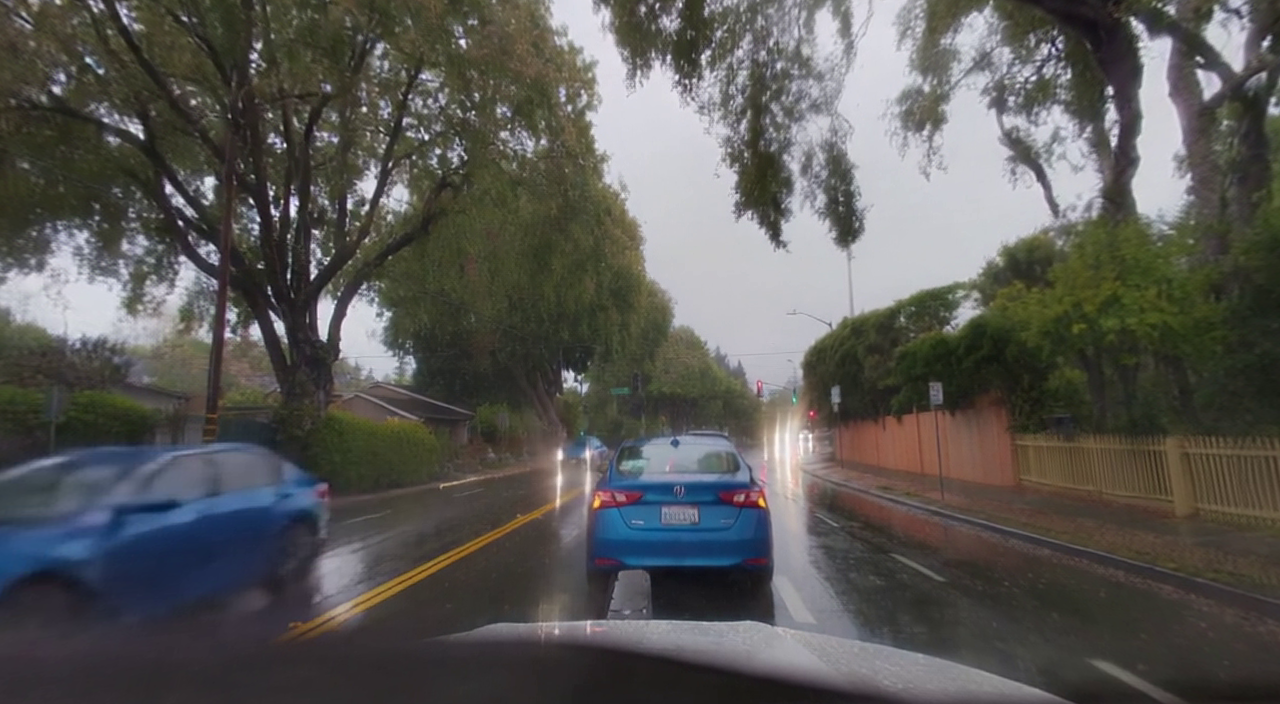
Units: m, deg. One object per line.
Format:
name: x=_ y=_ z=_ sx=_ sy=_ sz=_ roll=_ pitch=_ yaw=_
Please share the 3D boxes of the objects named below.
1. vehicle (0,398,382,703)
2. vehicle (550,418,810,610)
vehicle: x=-4.197 y=1.422 z=5.215 sx=2.160 sy=1.507 sz=4.470 roll=-6 pitch=-9 yaw=1
vehicle: x=0.354 y=1.589 z=7.090 sx=2.070 sy=1.516 sz=3.936 roll=0 pitch=-8 yaw=1
